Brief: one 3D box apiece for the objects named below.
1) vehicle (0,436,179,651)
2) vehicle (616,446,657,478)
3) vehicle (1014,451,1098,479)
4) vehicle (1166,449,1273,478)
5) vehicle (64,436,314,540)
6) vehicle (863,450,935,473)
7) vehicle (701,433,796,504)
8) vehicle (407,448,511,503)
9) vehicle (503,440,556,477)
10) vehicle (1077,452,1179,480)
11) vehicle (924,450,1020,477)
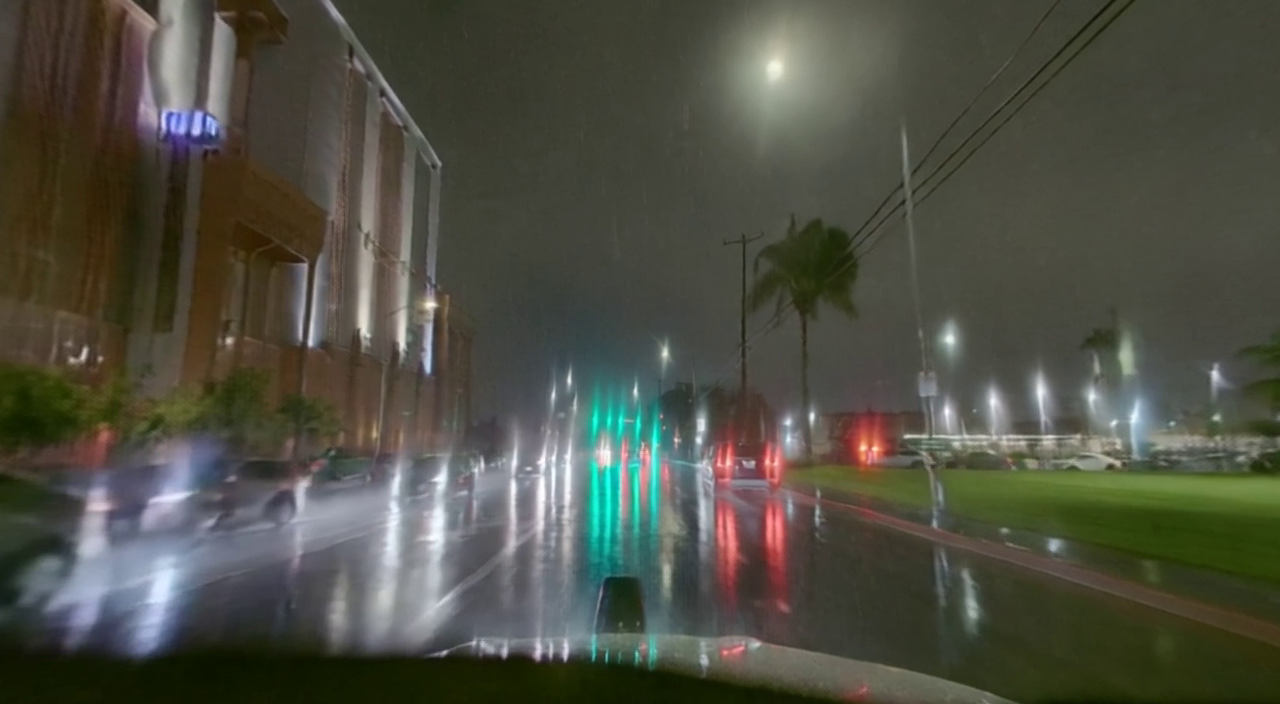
[{"bbox_3d":[-5.695,1.301,3.969,2.135,1.542,4.575,0,-8,0],"label":"vehicle"},{"bbox_3d":[-0.208,6.164,35.735,2.196,1.655,3.939,0,-8,0],"label":"vehicle"},{"bbox_3d":[25.515,6.926,38.881,3.611,1.590,2.171,0,-8,-1],"label":"vehicle"},{"bbox_3d":[35.875,6.890,39.192,4.642,1.646,2.017,0,-8,-1],"label":"vehicle"},{"bbox_3d":[-9.216,2.756,13.518,2.005,1.841,4.300,-1,-8,2],"label":"vehicle"},{"bbox_3d":[20.164,8.517,49.353,4.540,1.386,2.337,-4,-8,-1],"label":"vehicle"},{"bbox_3d":[3.102,3.441,19.060,1.995,1.858,4.333,0,-8,-1],"label":"vehicle"},{"bbox_3d":[-5.783,3.976,20.812,2.074,1.541,4.395,0,-8,0],"label":"vehicle"},{"bbox_3d":[-5.979,5.795,34.730,2.106,1.890,4.783,0,-8,-1],"label":"vehicle"},{"bbox_3d":[30.000,7.008,38.946,4.463,1.600,2.122,0,-8,0],"label":"vehicle"},{"bbox_3d":[20.422,6.874,39.077,4.673,1.592,2.193,-1,-8,1],"label":"vehicle"}]
